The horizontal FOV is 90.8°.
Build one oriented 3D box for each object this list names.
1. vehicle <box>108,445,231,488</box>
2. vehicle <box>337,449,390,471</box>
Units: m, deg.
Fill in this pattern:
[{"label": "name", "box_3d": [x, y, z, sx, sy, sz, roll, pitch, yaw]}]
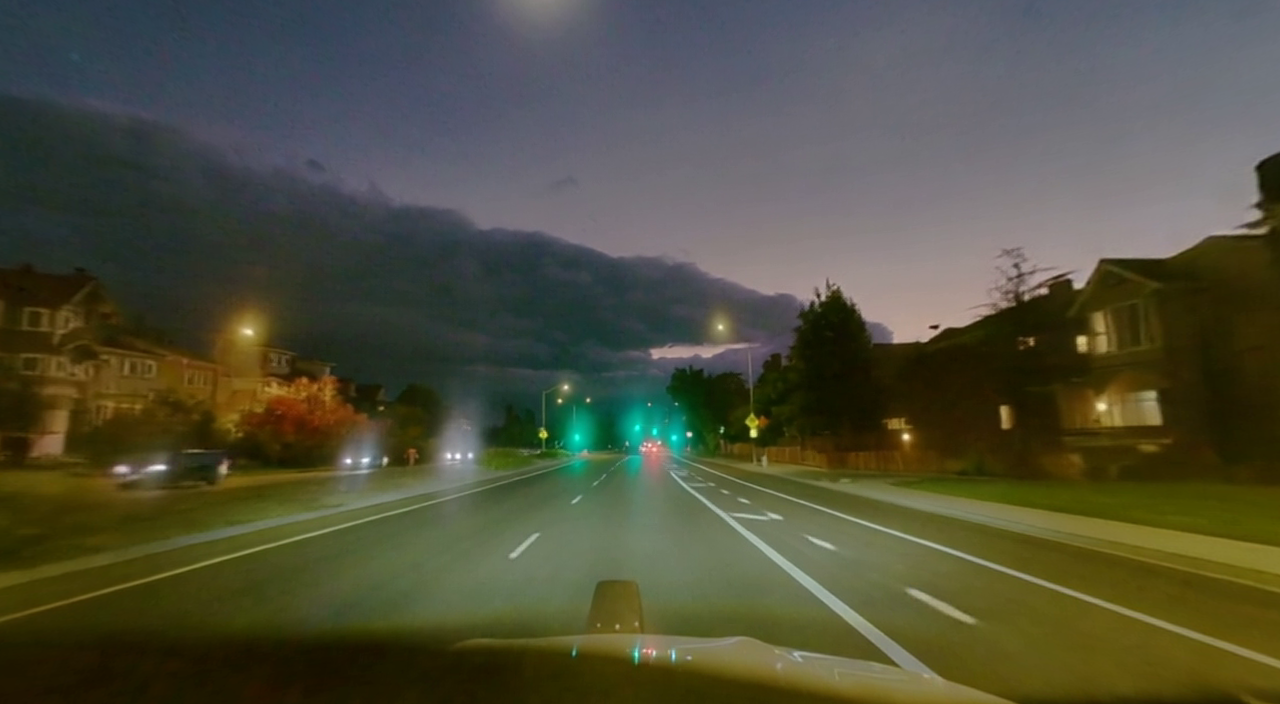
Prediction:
[{"label": "vehicle", "box_3d": [-20.211, 4.907, 27.446, 1.887, 1.664, 4.491, -1, -8, 0]}, {"label": "vehicle", "box_3d": [-20.182, 7.880, 46.337, 1.834, 1.464, 4.490, 0, -8, 0]}]
